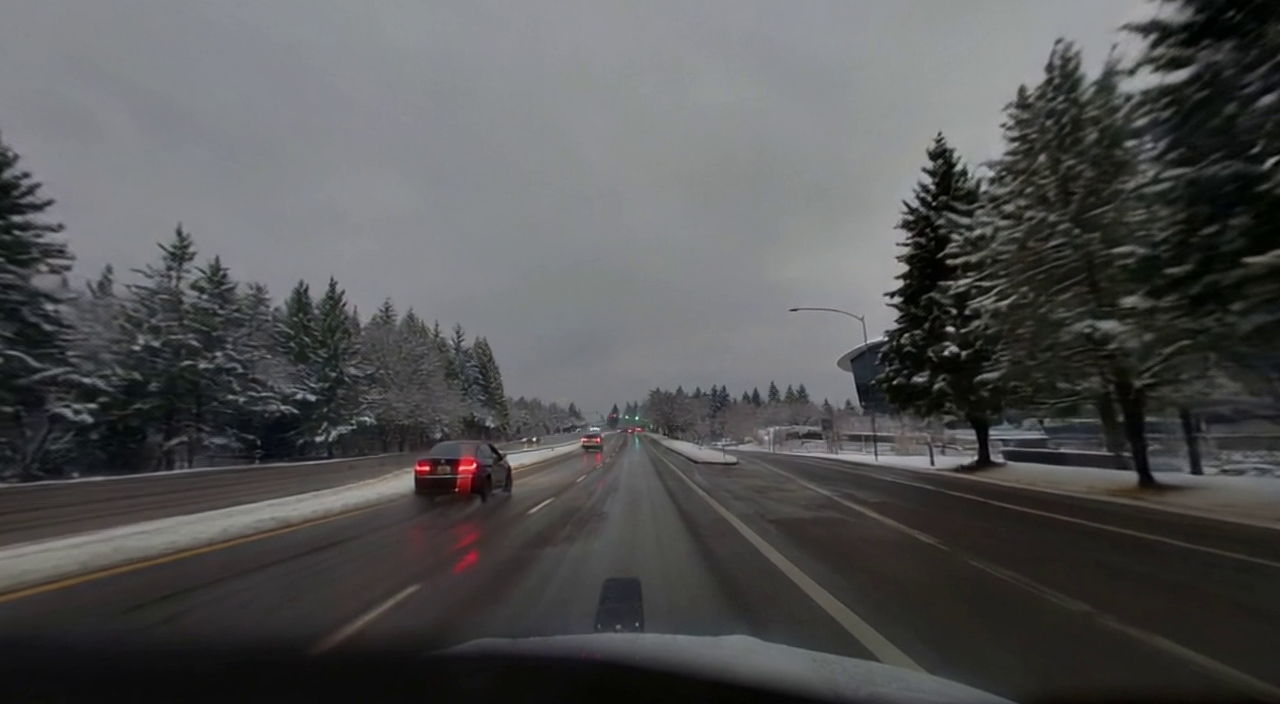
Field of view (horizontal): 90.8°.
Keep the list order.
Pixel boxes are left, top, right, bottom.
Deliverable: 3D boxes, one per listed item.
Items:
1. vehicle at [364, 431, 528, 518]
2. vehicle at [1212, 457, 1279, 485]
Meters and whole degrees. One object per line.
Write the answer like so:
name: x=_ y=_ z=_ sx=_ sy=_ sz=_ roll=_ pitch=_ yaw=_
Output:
vehicle: x=-3.854 y=2.504 z=13.551 sx=1.984 sy=1.521 sz=4.682 roll=0 pitch=-8 yaw=1
vehicle: x=38.008 y=7.240 z=38.641 sx=4.574 sy=1.560 sz=1.967 roll=1 pitch=-9 yaw=-12
